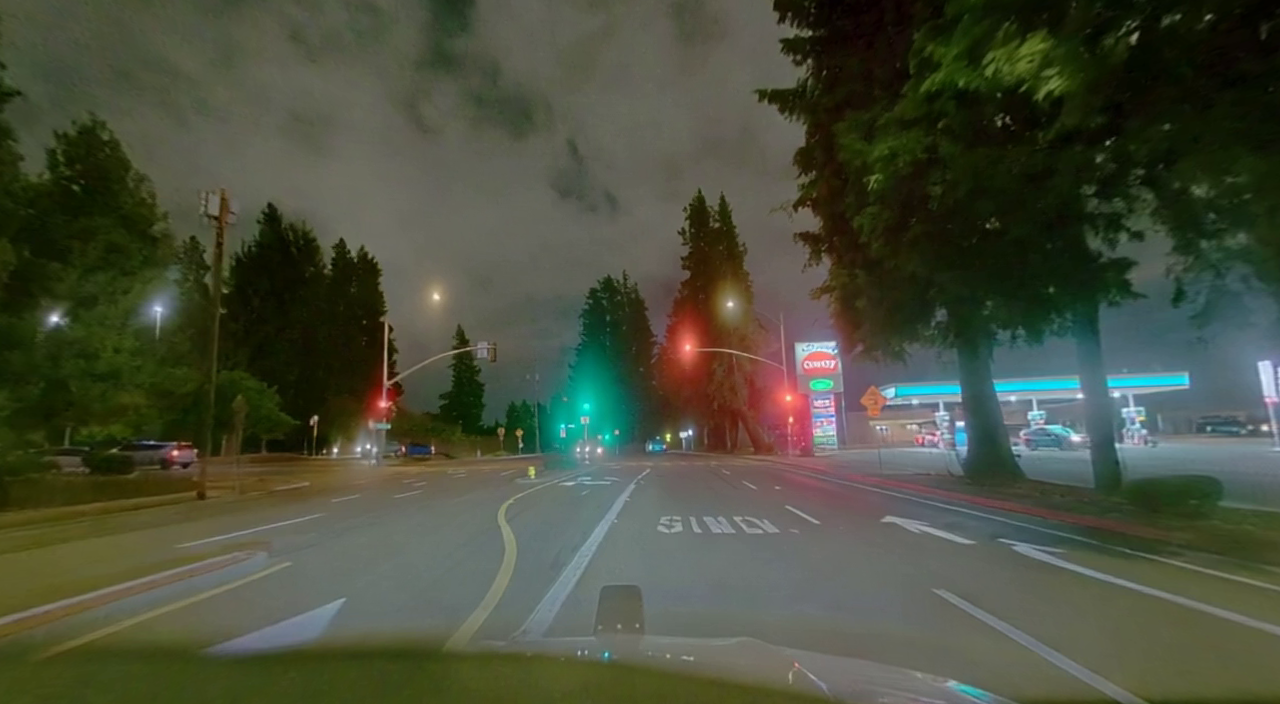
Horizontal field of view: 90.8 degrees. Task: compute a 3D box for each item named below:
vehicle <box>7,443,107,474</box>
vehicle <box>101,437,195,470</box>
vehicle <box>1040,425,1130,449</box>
[{"bbox_3d":[-33.888,6.177,36.759,4.185,1.504,1.956,-4,-8,6],"label":"vehicle"},{"bbox_3d":[-32.700,6.739,42.029,4.847,1.872,2.114,-3,-7,8],"label":"vehicle"},{"bbox_3d":[29.603,5.706,42.108,1.885,1.446,4.469,8,-12,-42],"label":"vehicle"}]
